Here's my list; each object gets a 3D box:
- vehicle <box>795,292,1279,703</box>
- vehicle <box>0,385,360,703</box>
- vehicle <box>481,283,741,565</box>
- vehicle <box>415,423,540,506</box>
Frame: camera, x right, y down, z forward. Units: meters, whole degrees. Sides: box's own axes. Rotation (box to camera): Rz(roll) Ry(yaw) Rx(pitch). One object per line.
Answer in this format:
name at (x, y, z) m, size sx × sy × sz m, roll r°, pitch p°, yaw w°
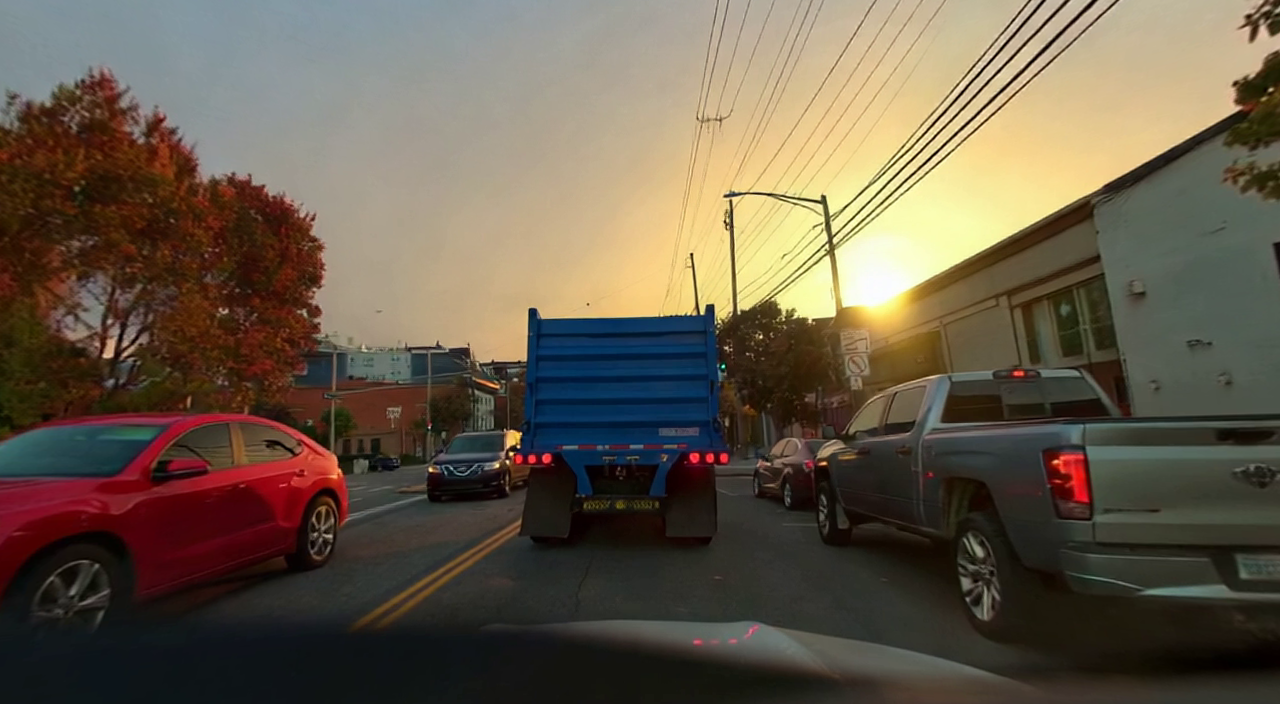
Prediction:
vehicle at (3.242, 1.100, 5.815) m, size 2.242 × 1.979 × 5.722 m, roll 0°, pitch -8°, yaw 1°
vehicle at (-4.127, 1.231, 4.673) m, size 1.988 × 1.657 × 4.492 m, roll 0°, pitch -8°, yaw 1°
vehicle at (-0.268, 1.376, 11.311) m, size 2.878 × 3.204 × 8.244 m, roll 0°, pitch -8°, yaw 1°
vehicle at (-3.837, 2.725, 15.701) m, size 1.955 × 1.779 × 4.116 m, roll 0°, pitch -8°, yaw 1°
